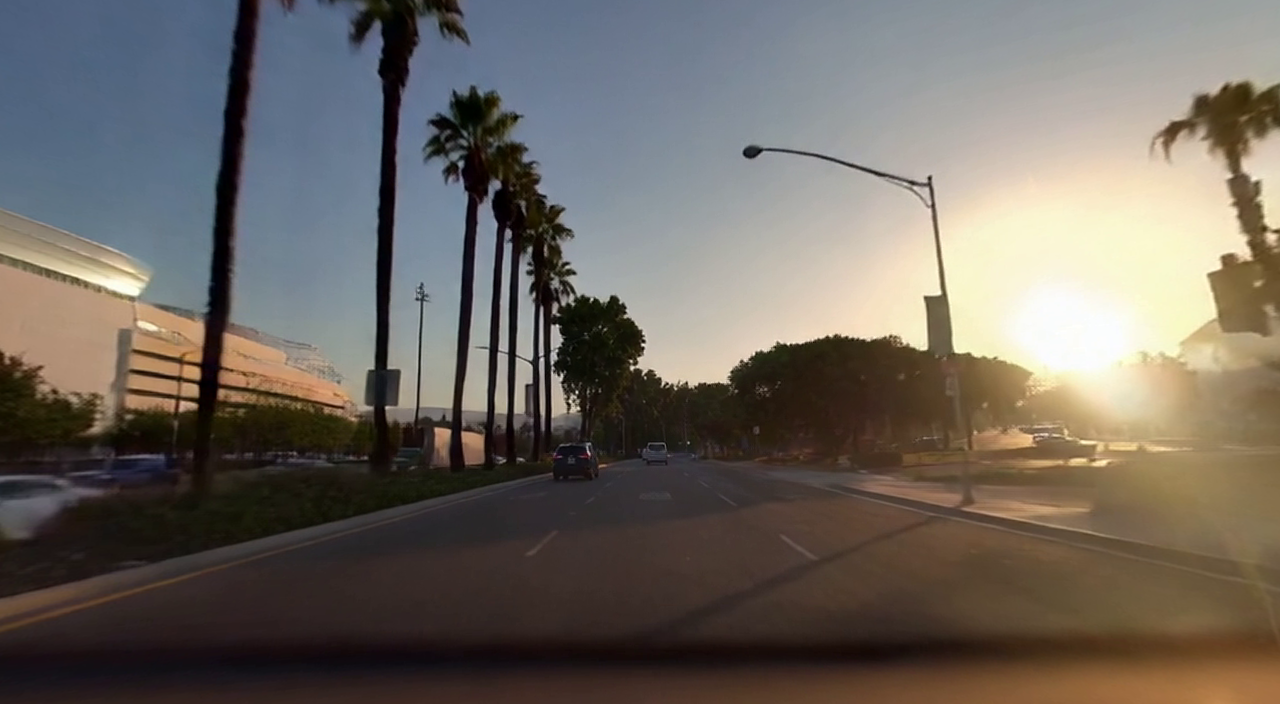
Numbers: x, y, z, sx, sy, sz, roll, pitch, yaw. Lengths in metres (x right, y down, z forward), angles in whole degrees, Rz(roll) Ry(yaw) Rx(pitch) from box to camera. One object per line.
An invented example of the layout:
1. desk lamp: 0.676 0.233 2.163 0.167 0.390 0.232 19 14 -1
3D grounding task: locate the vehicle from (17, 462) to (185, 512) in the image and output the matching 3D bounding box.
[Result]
1. vehicle: -19.769 4.938 23.385 1.955 1.514 4.685 0 -9 2

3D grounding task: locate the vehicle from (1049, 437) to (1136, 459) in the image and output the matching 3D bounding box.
1. vehicle: 32.806 7.000 45.629 4.637 1.545 1.925 -3 -9 19

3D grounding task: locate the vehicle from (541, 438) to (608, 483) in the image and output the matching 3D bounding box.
1. vehicle: -2.797 4.803 28.016 2.188 1.819 4.667 -1 -9 4

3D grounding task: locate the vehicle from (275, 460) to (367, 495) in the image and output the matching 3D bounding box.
1. vehicle: -15.999 6.302 31.789 2.255 1.551 4.298 0 -9 2
